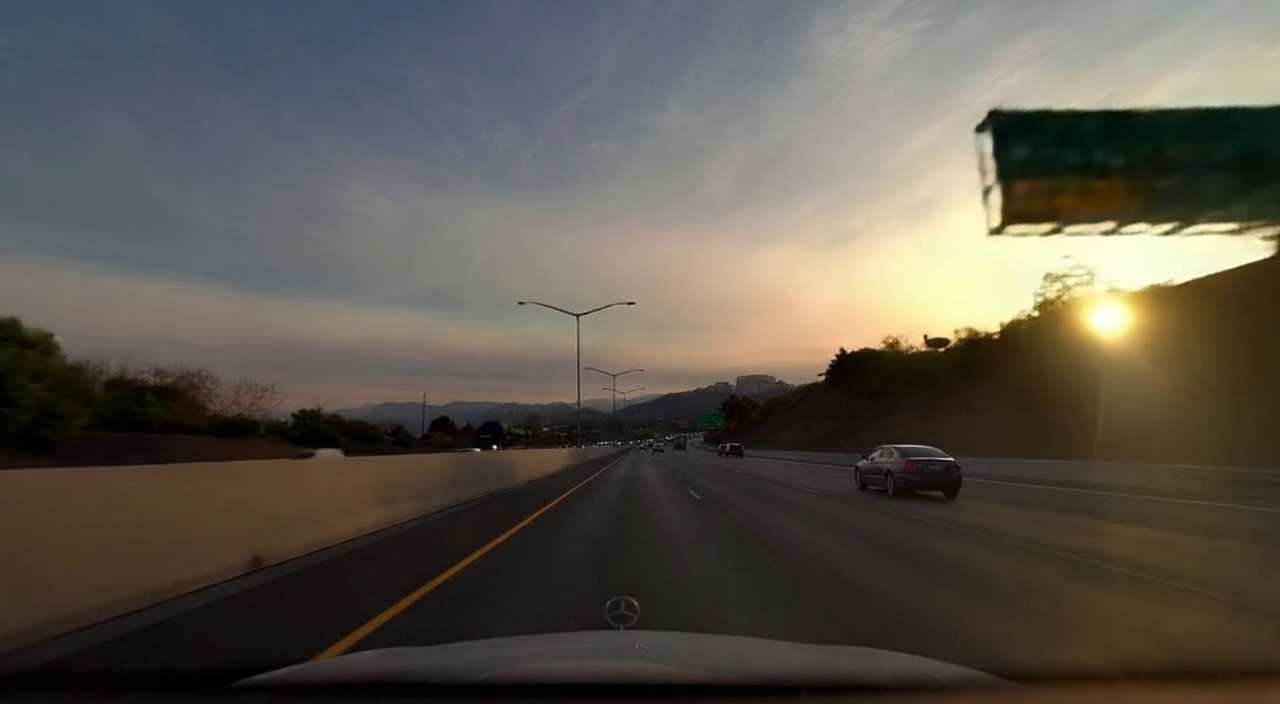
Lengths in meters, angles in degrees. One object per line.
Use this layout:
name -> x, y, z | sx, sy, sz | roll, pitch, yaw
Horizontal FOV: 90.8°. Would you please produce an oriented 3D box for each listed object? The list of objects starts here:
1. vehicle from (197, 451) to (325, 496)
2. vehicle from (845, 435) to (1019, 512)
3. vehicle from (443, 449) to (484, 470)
vehicle -> -14.112, 4.517, 23.894 | 1.967, 1.473, 4.635 | 0, -9, 0
vehicle -> 6.774, 2.846, 15.362 | 1.901, 1.548, 4.684 | 0, -9, -1
vehicle -> -13.818, 8.397, 49.661 | 1.911, 1.500, 4.555 | 0, -9, 0
